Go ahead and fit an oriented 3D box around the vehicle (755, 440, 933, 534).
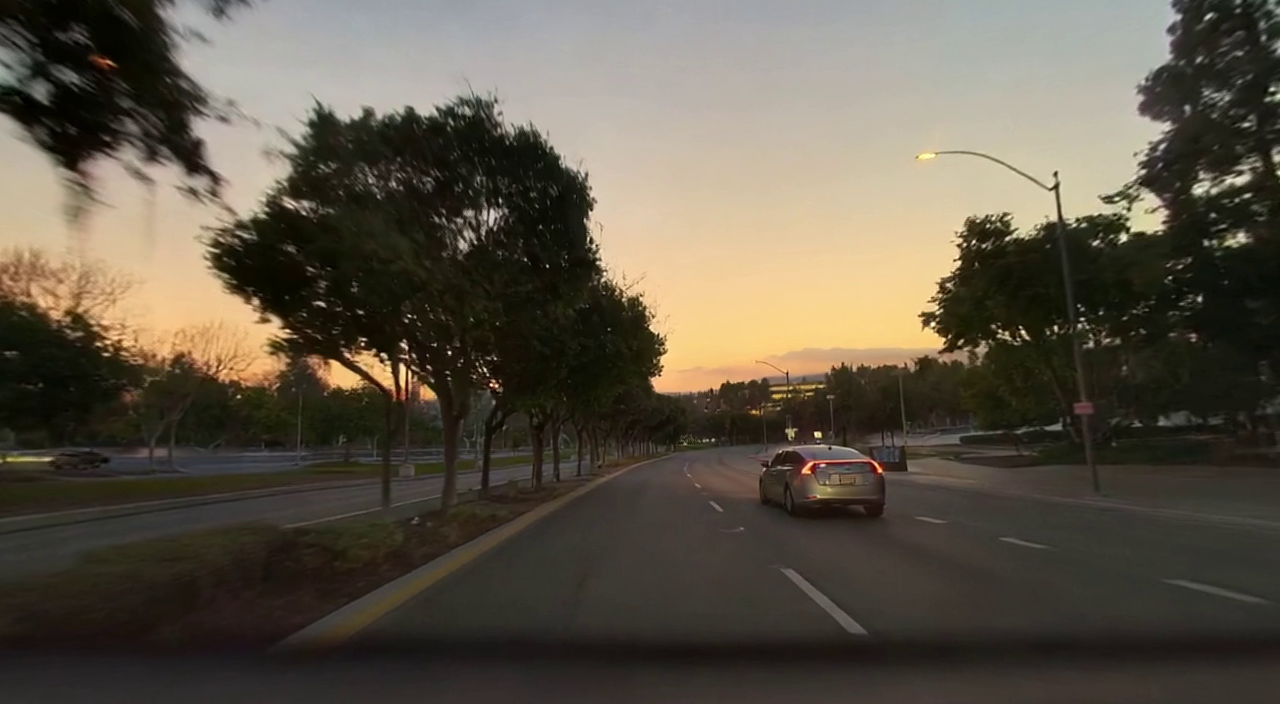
[{"bbox_3d":[3.675,2.502,12.378,1.928,1.481,4.453,0,-9,-1],"label":"vehicle"}]
